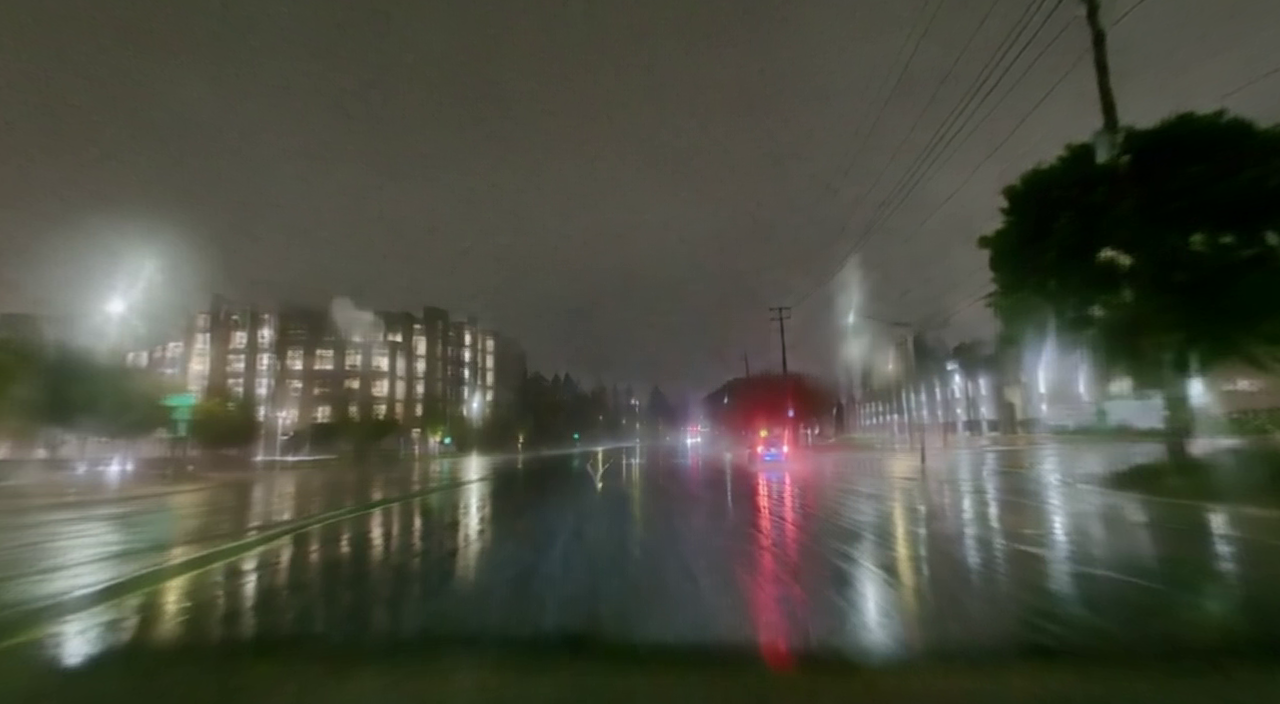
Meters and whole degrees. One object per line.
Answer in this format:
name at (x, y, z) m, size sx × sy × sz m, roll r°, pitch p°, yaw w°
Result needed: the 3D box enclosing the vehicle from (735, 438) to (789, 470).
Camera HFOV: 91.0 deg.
vehicle at (6.020, 5.060, 31.390) m, size 1.908 × 1.476 × 3.880 m, roll 0°, pitch -9°, yaw 0°
